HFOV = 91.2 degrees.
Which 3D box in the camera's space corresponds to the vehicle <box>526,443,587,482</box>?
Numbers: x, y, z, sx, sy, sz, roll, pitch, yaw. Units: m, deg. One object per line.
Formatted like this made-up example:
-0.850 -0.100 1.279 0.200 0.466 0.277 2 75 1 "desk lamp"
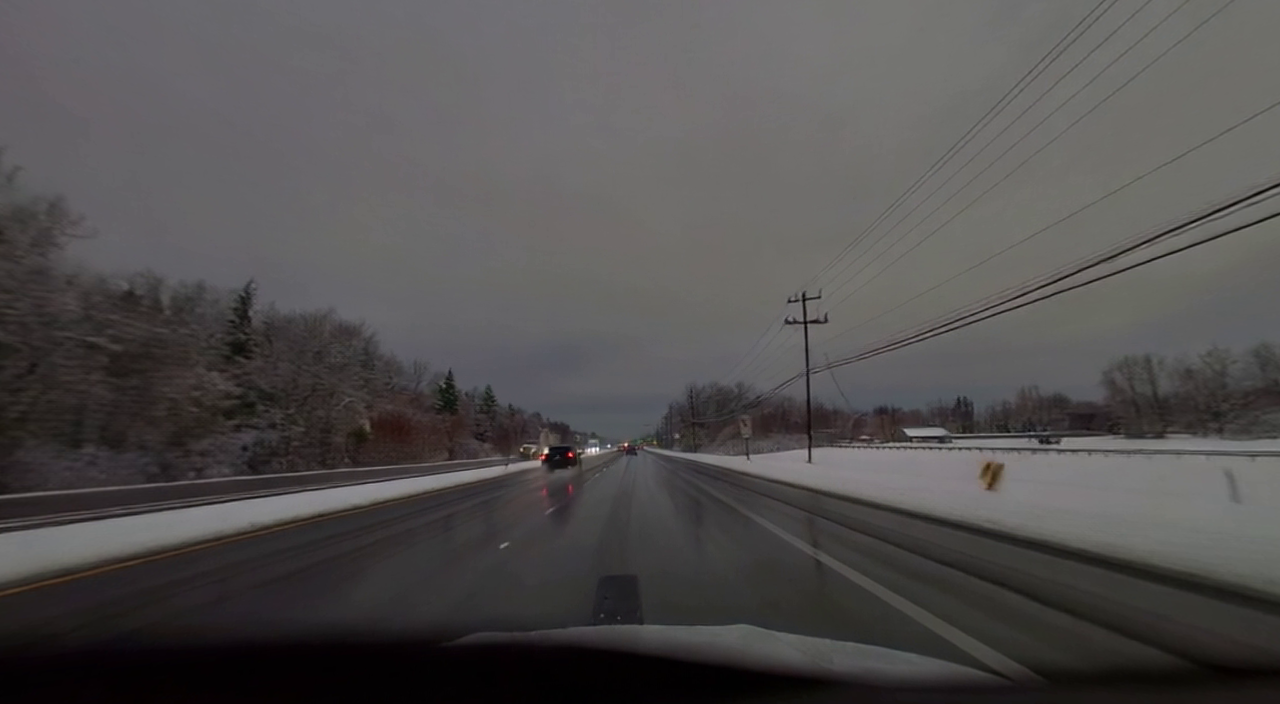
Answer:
-3.625 4.890 28.001 2.123 1.545 4.404 0 -9 0 "vehicle"
